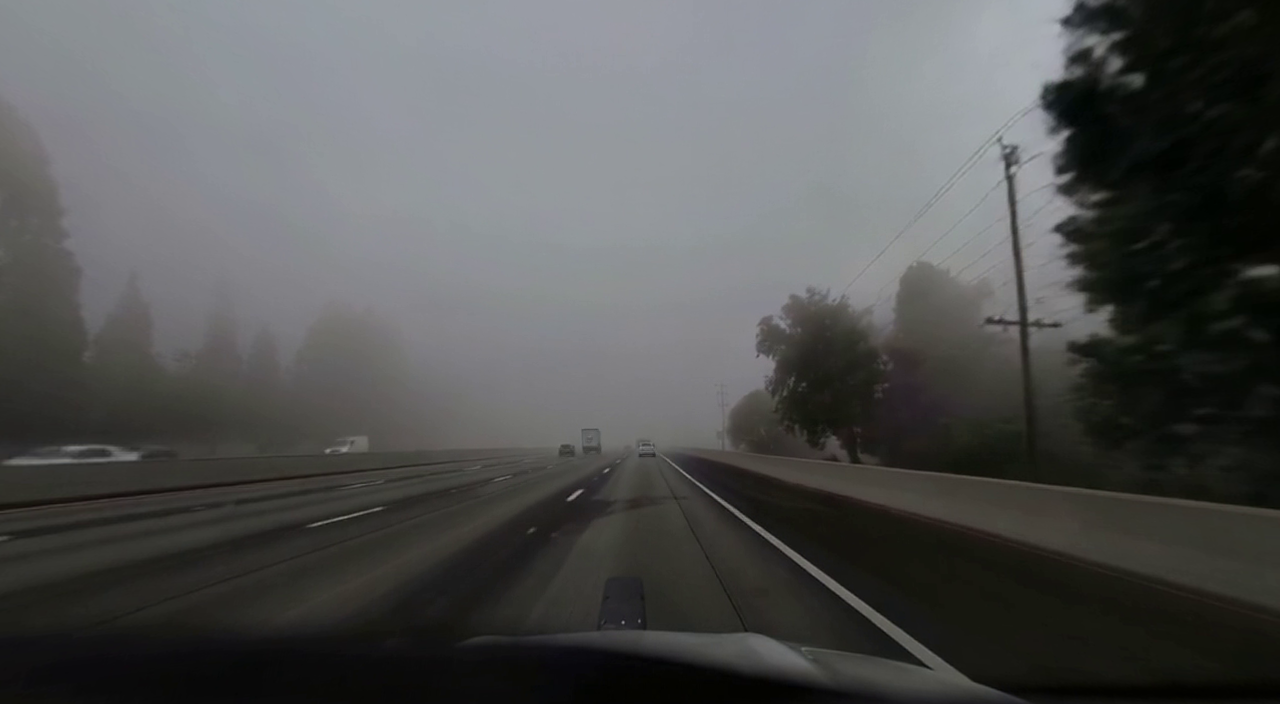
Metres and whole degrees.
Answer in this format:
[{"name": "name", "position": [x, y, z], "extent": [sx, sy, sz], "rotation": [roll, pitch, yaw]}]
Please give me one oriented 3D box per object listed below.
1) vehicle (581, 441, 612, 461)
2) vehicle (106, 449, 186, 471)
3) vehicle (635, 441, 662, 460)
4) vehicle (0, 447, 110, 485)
[{"name": "vehicle", "position": [-3.266, 7.506, 47.698], "extent": [2.046, 1.478, 4.111], "rotation": [0, -8, 0]}, {"name": "vehicle", "position": [-35.939, 7.865, 45.833], "extent": [1.859, 1.473, 4.803], "rotation": [0, -8, 1]}, {"name": "vehicle", "position": [0.642, 7.680, 49.023], "extent": [2.057, 1.453, 3.926], "rotation": [0, -8, 0]}, {"name": "vehicle", "position": [-25.299, 4.766, 26.614], "extent": [1.825, 1.455, 4.385], "rotation": [0, -8, 0]}]
